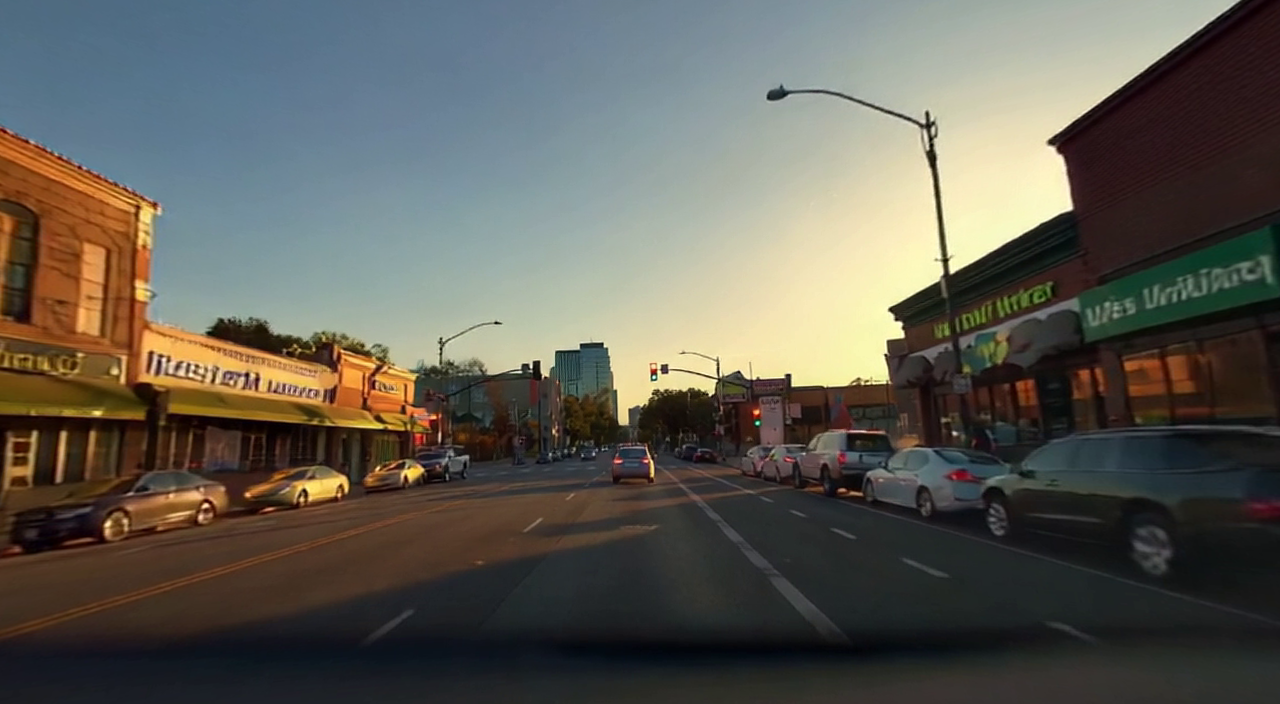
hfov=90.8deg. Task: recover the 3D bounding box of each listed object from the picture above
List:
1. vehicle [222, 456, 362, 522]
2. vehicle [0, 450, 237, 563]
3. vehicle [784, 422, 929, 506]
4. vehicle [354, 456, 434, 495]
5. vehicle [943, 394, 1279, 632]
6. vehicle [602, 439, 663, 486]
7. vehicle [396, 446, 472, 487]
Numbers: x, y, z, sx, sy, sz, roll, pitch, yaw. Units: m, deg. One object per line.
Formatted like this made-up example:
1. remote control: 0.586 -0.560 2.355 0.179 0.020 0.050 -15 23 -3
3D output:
1. vehicle: -11.147 4.349 20.656 1.920 1.498 4.591 -5 -6 2
2. vehicle: -11.362 3.240 14.066 1.872 1.731 4.656 -4 -6 -2
3. vehicle: 5.741 3.035 17.595 2.201 1.972 4.845 0 -8 -1
4. vehicle: -11.134 5.585 28.956 1.868 1.502 4.626 0 -8 -1
5. vehicle: 5.853 1.593 7.293 1.957 1.806 5.369 0 -8 -1
6. vehicle: -0.281 4.120 23.838 2.086 1.575 4.205 0 -8 0
7. vehicle: -11.306 6.288 35.186 2.240 2.052 5.872 0 -8 0
